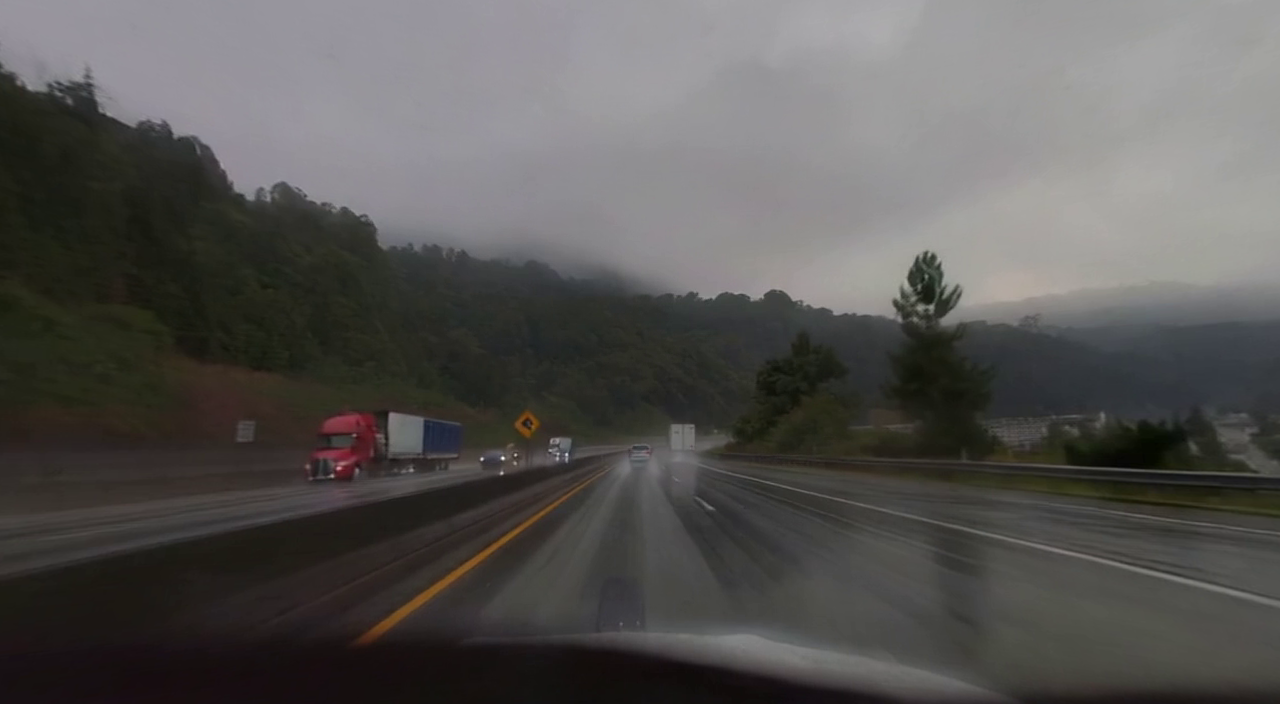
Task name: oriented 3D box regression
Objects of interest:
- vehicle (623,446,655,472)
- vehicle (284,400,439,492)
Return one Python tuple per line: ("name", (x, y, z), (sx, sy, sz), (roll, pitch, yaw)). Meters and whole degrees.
("vehicle", (-0.090, 7.459, 44.275), (2.137, 1.689, 4.051), (0, -9, 0))
("vehicle", (-13.190, 4.695, 31.447), (2.919, 3.755, 10.586), (0, -9, 0))
